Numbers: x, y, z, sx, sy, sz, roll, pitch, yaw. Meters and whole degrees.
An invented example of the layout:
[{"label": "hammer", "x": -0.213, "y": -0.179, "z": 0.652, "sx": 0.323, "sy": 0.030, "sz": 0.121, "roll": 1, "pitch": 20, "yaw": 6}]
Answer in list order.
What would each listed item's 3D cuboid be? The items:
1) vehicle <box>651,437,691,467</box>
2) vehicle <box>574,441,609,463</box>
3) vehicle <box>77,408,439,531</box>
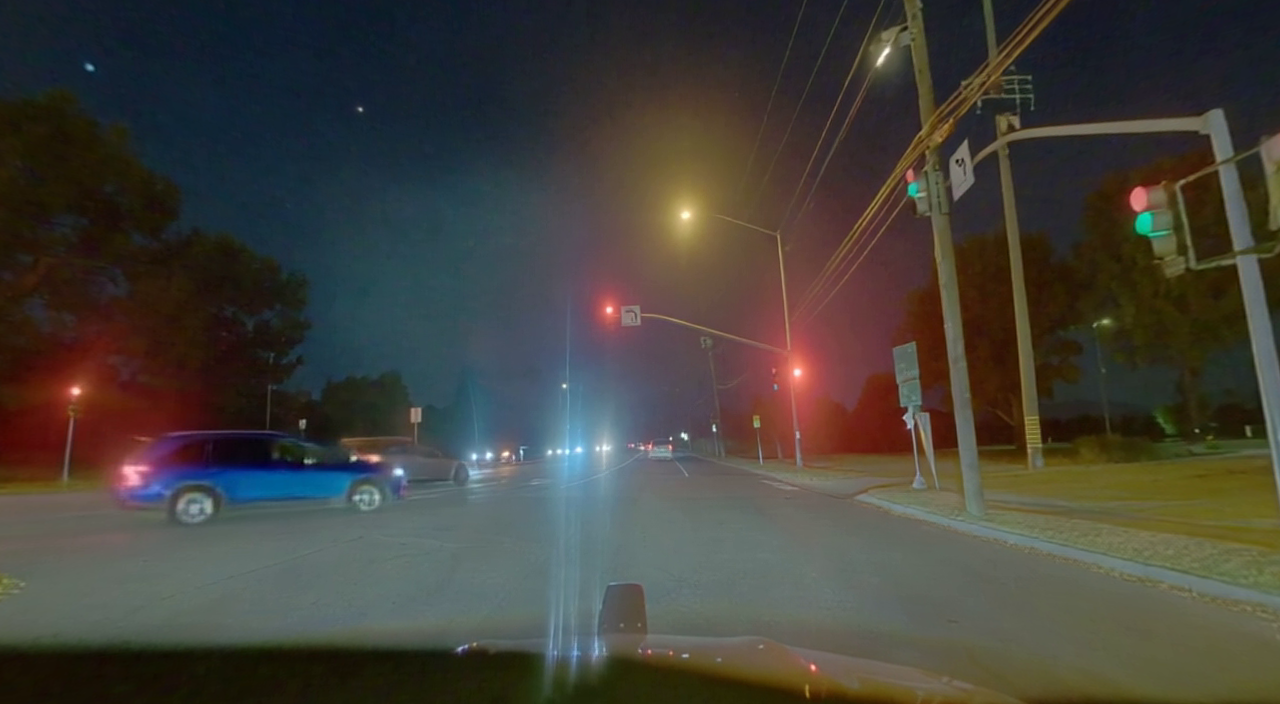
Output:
[{"label": "vehicle", "x": 1.761, "y": 5.875, "z": 37.100, "sx": 2.051, "sy": 1.666, "sz": 4.607, "roll": 0, "pitch": -8, "yaw": -1}, {"label": "vehicle", "x": -3.490, "y": 7.254, "z": 45.661, "sx": 1.904, "sy": 1.482, "sz": 4.603, "roll": -1, "pitch": -8, "yaw": 4}, {"label": "vehicle", "x": -7.496, "y": 2.310, "z": 12.973, "sx": 5.930, "sy": 1.986, "sz": 2.137, "roll": 7, "pitch": -11, "yaw": -39}]
